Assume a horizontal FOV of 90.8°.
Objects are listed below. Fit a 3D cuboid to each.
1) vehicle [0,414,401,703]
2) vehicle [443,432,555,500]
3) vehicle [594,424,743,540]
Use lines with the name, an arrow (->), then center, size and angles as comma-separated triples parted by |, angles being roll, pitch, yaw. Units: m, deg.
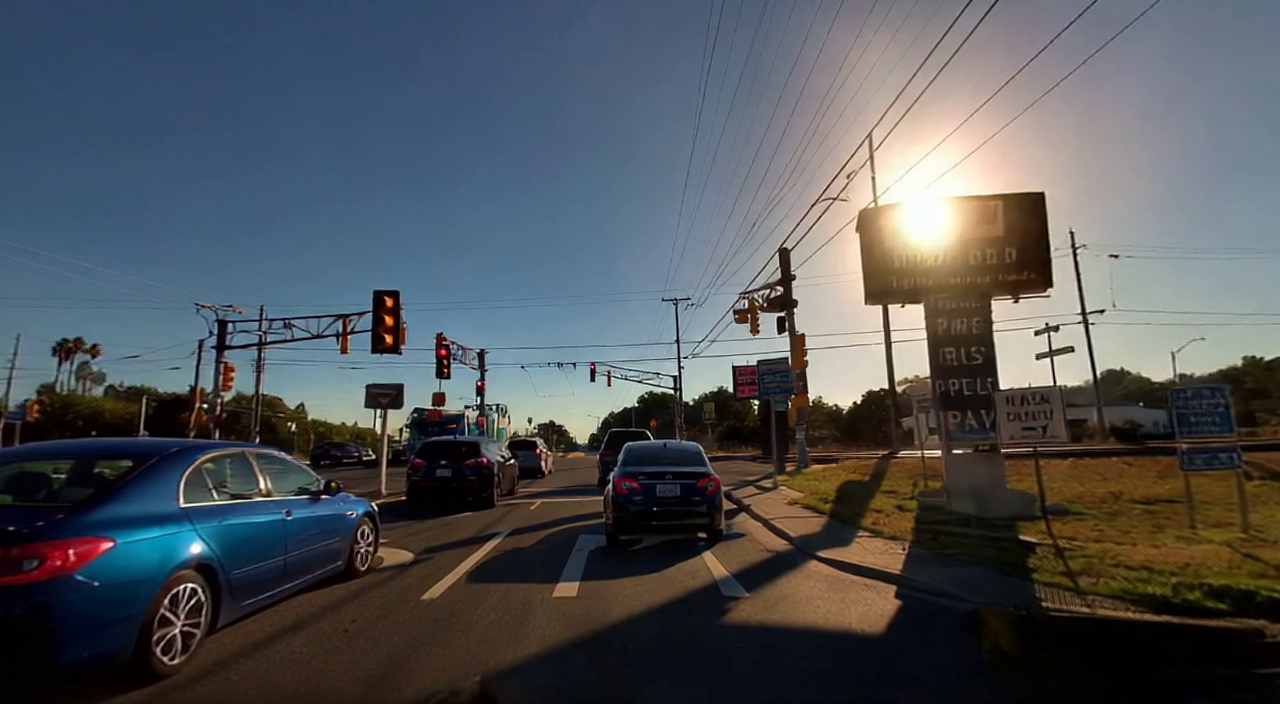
vehicle -> -3.717, 1.335, 4.930 | 1.956, 1.468, 4.585 | 0, -9, -1
vehicle -> -3.421, 2.854, 16.126 | 1.984, 1.505, 3.982 | 0, -9, -1
vehicle -> 0.301, 2.047, 10.507 | 1.998, 1.529, 3.960 | 0, -9, -2
